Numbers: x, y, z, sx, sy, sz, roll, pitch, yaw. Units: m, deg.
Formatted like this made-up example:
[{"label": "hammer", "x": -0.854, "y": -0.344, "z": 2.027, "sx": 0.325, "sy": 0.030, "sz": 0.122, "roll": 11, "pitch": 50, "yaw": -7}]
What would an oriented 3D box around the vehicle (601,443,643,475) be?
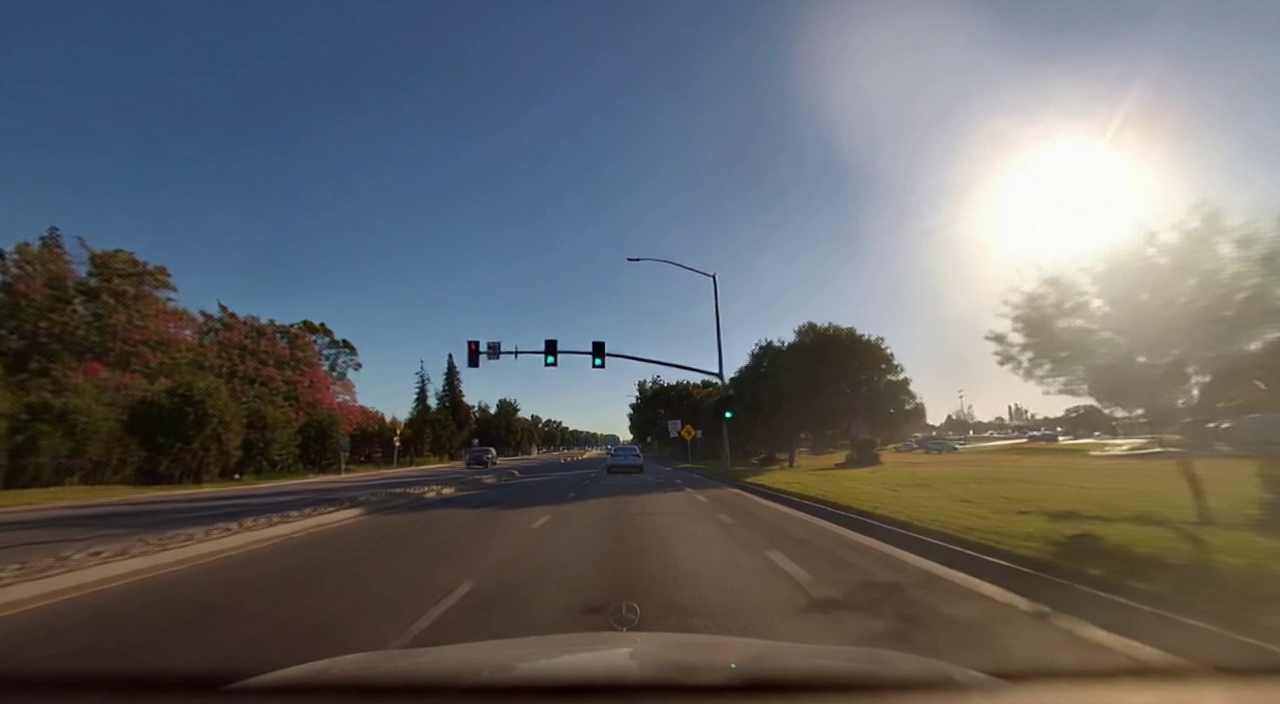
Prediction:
[{"label": "vehicle", "x": -0.870, "y": 5.261, "z": 31.095, "sx": 1.954, "sy": 1.469, "sz": 3.465, "roll": 0, "pitch": -8, "yaw": -1}]
